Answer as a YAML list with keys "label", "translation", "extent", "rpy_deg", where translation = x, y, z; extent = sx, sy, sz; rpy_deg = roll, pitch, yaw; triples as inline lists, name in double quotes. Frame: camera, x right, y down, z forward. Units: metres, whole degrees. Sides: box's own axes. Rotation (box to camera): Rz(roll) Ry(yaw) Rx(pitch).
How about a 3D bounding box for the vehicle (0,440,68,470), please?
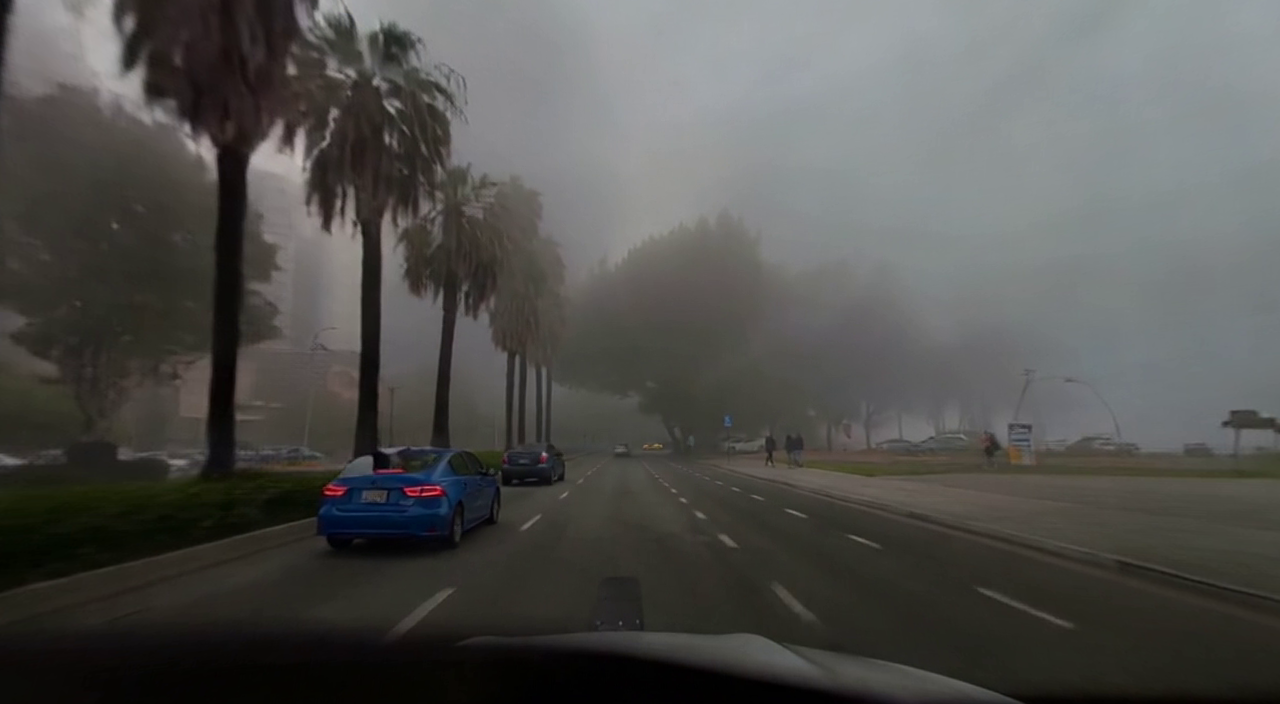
- label: "vehicle"
  translation: [-42.963, 7.127, 43.841]
  extent: [4.367, 1.957, 2.099]
  rpy_deg: [0, -8, -2]

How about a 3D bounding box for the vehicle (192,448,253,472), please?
- label: "vehicle"
  translation: [-31.556, 8.154, 47.918]
  extent: [1.835, 1.664, 3.972]
  rpy_deg: [0, -8, 1]

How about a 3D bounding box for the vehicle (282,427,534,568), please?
- label: "vehicle"
  translation: [-2.937, 1.941, 9.246]
  extent: [2.071, 1.544, 4.383]
  rpy_deg: [0, -8, -1]

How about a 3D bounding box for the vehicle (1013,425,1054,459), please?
- label: "vehicle"
  translation: [23.975, 5.493, 38.462]
  extent: [1.679, 1.923, 3.703]
  rpy_deg: [-6, -10, 36]

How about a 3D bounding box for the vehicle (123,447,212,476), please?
- label: "vehicle"
  translation: [-31.197, 7.211, 41.969]
  extent: [1.947, 1.763, 5.176]
  rpy_deg: [0, -9, -1]

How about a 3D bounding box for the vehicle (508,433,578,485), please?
- label: "vehicle"
  translation: [-3.384, 3.799, 22.682]
  extent: [1.894, 1.702, 3.999]
  rpy_deg: [0, -8, 0]

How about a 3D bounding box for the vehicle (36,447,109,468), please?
- label: "vehicle"
  translation: [-43.199, 8.021, 48.139]
  extent: [3.721, 1.477, 1.828]
  rpy_deg: [0, -8, -3]
